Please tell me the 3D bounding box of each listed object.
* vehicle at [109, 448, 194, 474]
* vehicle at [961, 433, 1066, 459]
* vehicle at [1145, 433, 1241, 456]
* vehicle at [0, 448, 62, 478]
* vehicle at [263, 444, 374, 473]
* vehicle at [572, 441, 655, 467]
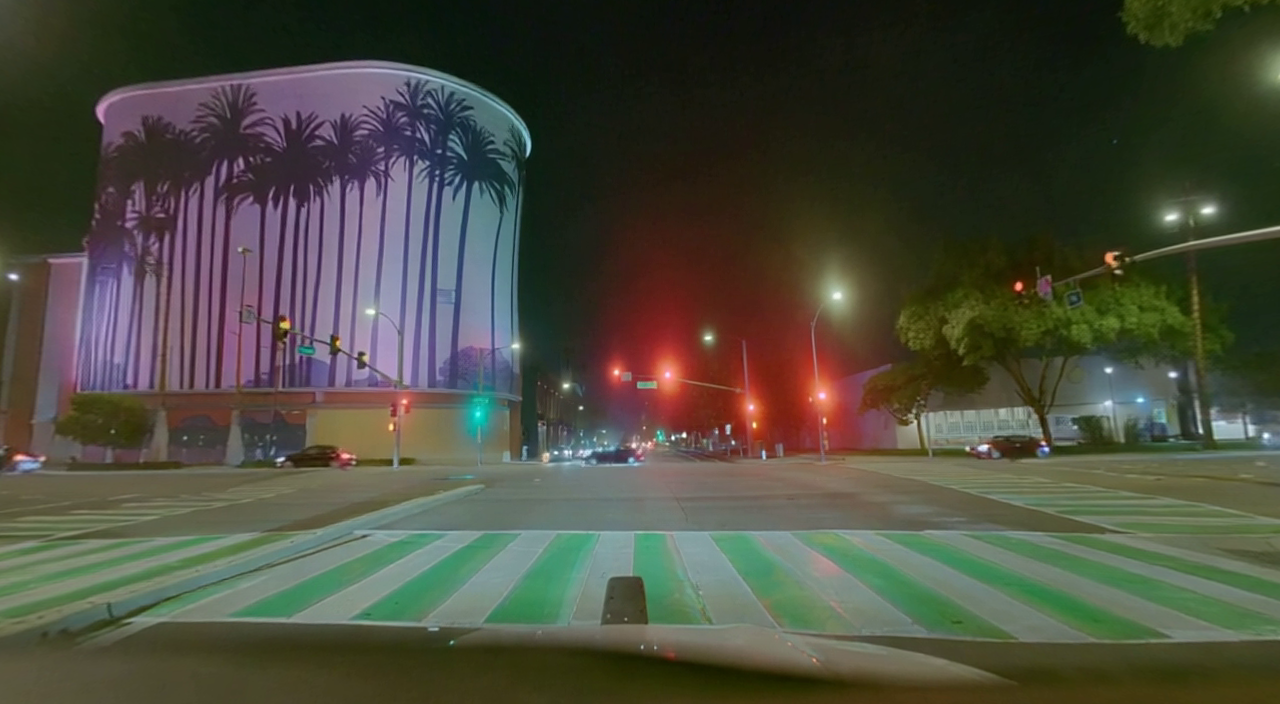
[{"bbox_3d":[-33.101,7.397,42.765,4.136,1.661,1.857,0,-8,1],"label":"vehicle"},{"bbox_3d":[21.614,5.450,36.606,4.893,1.458,1.791,0,-8,0],"label":"vehicle"},{"bbox_3d":[36.121,6.025,41.239,4.606,1.449,1.687,0,-8,2],"label":"vehicle"},{"bbox_3d":[-37.572,6.544,37.335,4.648,1.665,1.910,0,-8,0],"label":"vehicle"},{"bbox_3d":[-16.938,5.619,33.306,4.875,1.461,1.777,0,-8,2],"label":"vehicle"},{"bbox_3d":[-1.489,5.988,37.173,4.784,1.465,1.798,0,-8,1],"label":"vehicle"}]
